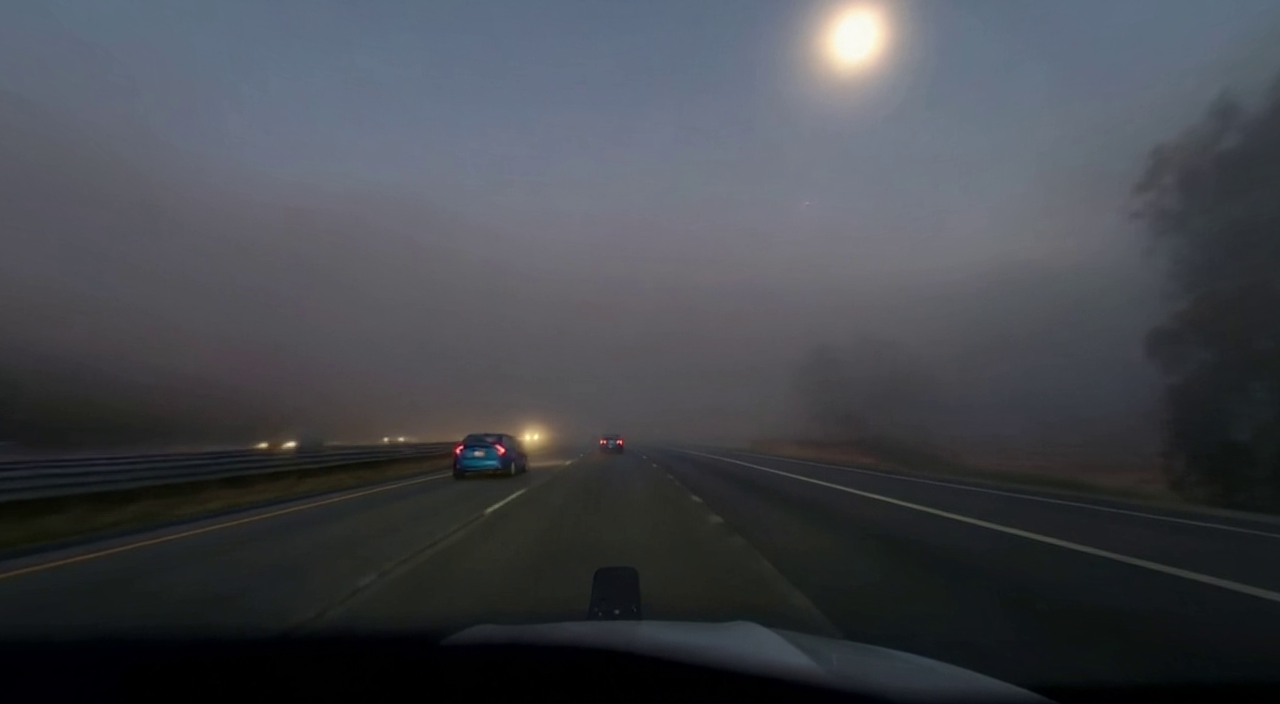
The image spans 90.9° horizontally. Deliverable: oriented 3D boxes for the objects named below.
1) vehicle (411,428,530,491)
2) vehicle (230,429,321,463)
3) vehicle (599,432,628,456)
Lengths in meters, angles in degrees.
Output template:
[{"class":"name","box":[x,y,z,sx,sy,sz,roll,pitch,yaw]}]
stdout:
[{"class":"vehicle","box":[-4.671,3.035,18.332,2.141,1.534,5.099,0,-8,-1]},{"class":"vehicle","box":[-17.360,4.476,30.324,1.815,1.477,4.510,0,-8,-2]},{"class":"vehicle","box":[-1.930,6.608,45.531,1.997,1.589,4.179,0,-8,-3]}]
